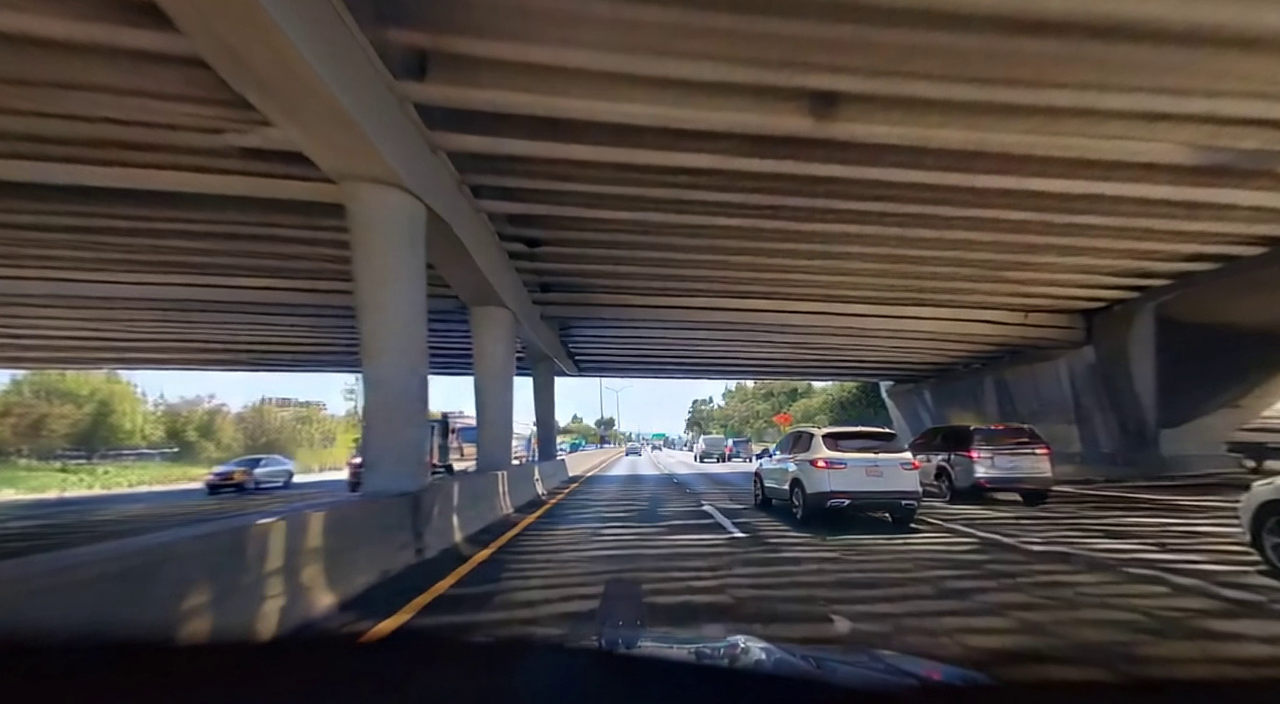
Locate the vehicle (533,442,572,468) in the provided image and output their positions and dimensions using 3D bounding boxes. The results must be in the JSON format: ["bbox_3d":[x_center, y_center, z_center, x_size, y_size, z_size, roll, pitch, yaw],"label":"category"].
[{"bbox_3d":[-6.063,7.210,44.463,2.126,1.715,4.619,0,-8,0],"label":"vehicle"}]

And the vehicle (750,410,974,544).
[{"bbox_3d":[3.240,1.934,10.365,2.059,1.711,4.302,0,-9,-1],"label":"vehicle"}]

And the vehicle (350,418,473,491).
[{"bbox_3d":[-9.487,4.348,27.118,2.786,2.696,6.461,0,-9,0],"label":"vehicle"}]

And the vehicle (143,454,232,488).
[{"bbox_3d":[-27.565,7.221,38.708,2.089,1.915,4.627,0,-9,-2],"label":"vehicle"}]

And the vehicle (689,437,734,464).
[{"bbox_3d":[5.387,7.540,48.518,2.434,1.869,5.553,0,-9,-3],"label":"vehicle"}]

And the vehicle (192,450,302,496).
[{"bbox_3d":[-16.838,5.162,27.395,1.963,1.786,4.373,0,-8,-1],"label":"vehicle"}]

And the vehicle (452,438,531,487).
[{"bbox_3d":[-5.638,4.246,24.598,2.037,1.700,4.417,0,-9,-1],"label":"vehicle"}]
